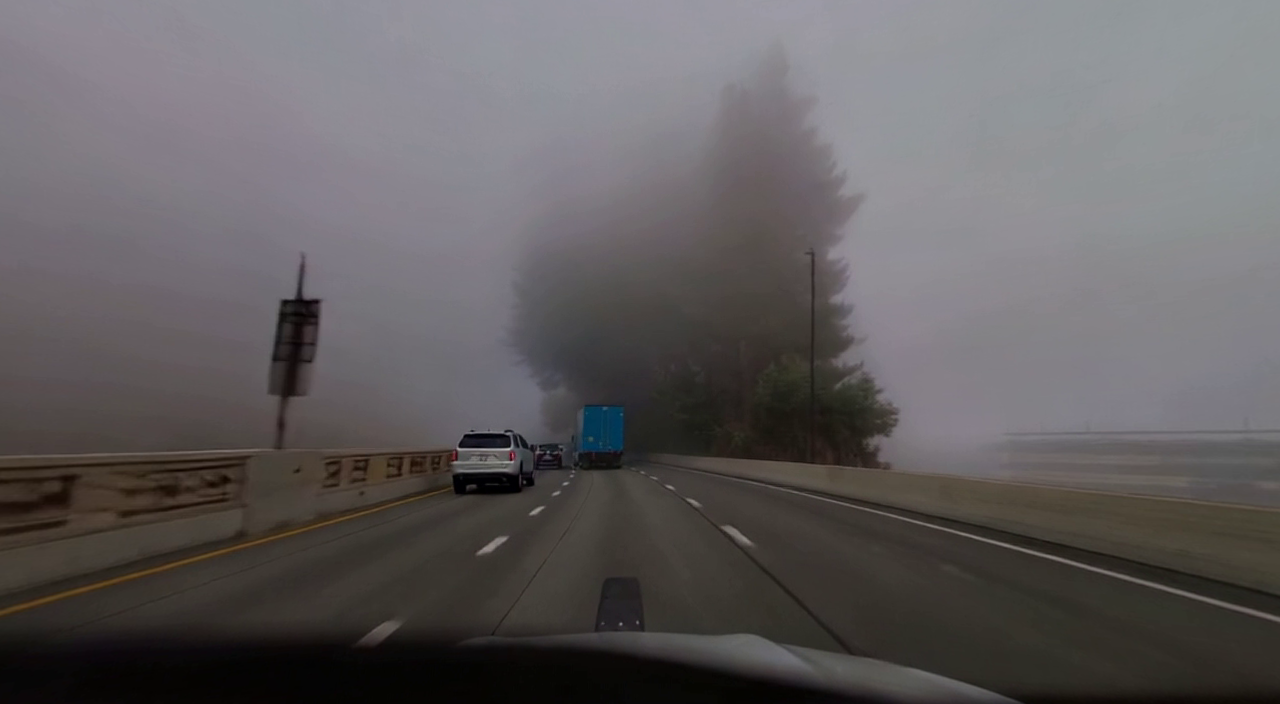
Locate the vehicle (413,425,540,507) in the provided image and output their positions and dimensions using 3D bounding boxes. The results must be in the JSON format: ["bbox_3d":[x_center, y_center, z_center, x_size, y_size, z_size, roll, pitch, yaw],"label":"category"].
[{"bbox_3d":[-3.856,2.790,15.724,2.041,1.734,4.391,0,-9,-1],"label":"vehicle"}]

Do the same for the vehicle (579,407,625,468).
[{"bbox_3d":[-2.840,6.543,47.520,2.959,3.975,12.918,1,-9,-3],"label":"vehicle"}]
